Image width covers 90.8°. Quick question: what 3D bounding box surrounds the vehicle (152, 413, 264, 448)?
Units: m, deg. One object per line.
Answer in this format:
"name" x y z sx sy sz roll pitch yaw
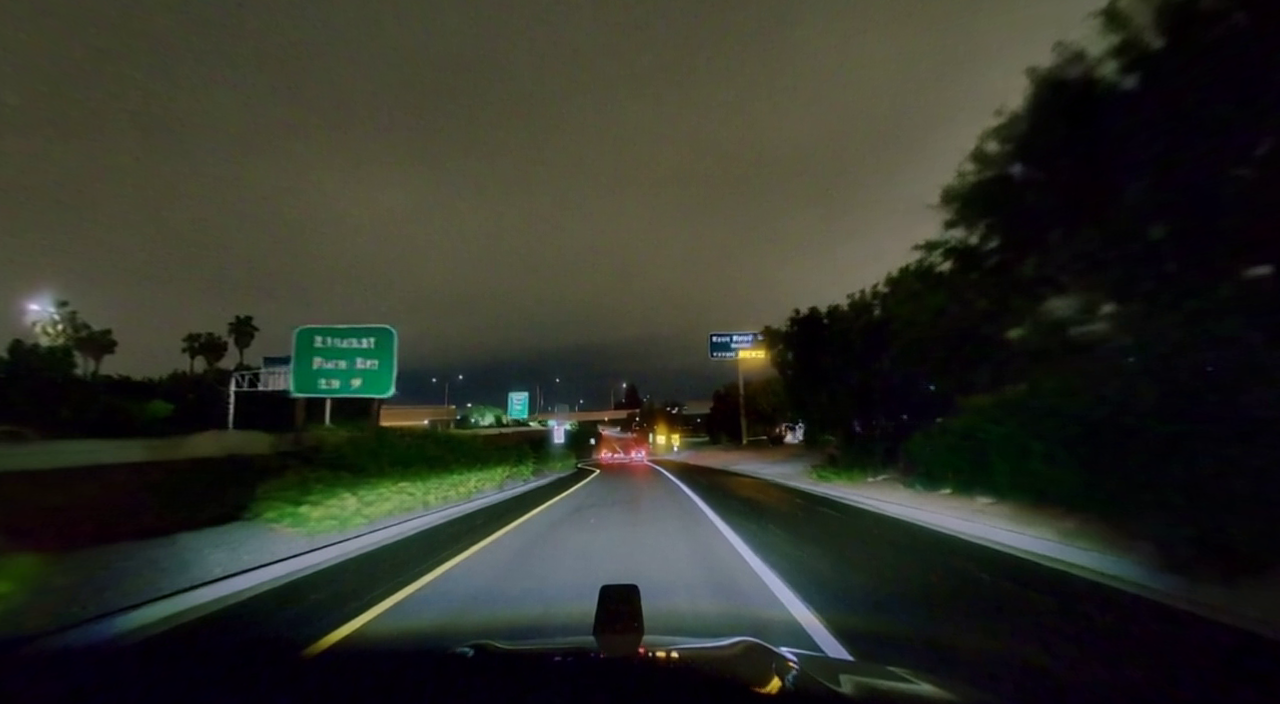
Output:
"vehicle" -19.470 3.628 28.791 1.931 1.451 4.683 0 -8 -2
